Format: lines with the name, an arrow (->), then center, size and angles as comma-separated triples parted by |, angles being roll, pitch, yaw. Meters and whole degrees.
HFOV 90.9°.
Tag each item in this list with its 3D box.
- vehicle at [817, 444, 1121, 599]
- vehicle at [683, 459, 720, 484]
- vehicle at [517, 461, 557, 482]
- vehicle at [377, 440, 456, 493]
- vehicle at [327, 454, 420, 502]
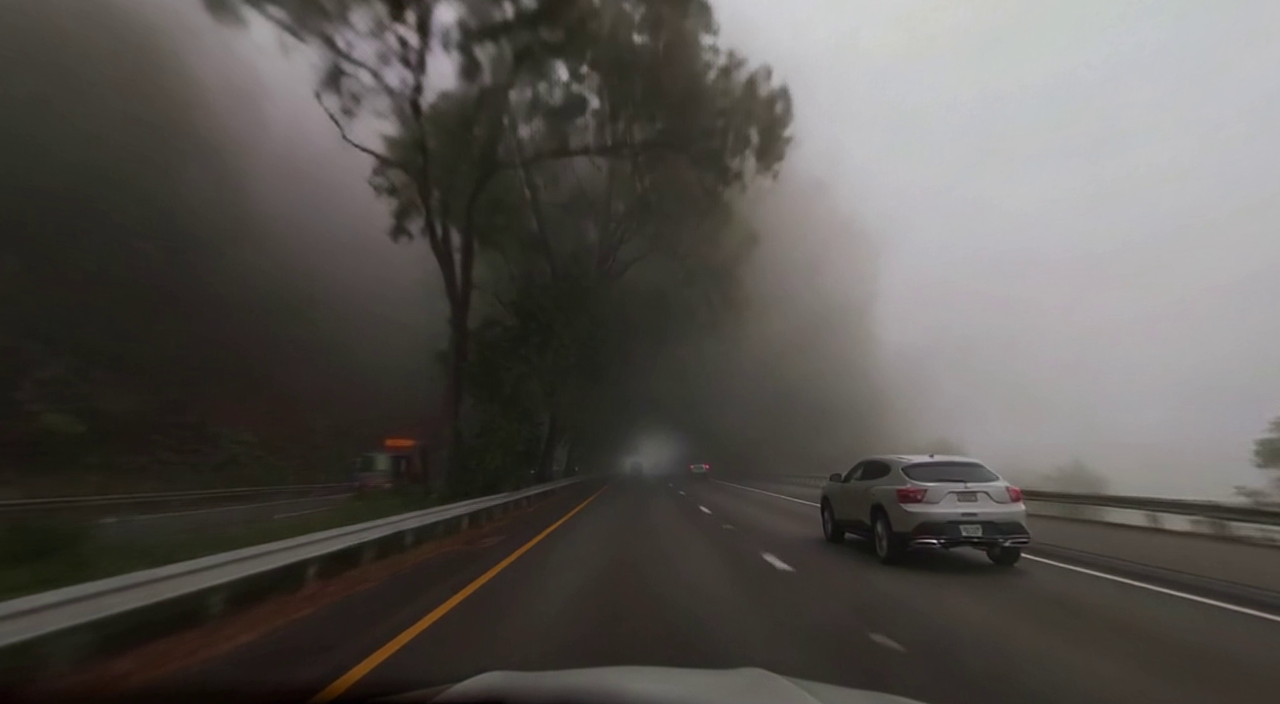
vehicle -> 3.825, 2.045, 8.281 | 1.825, 1.494, 3.959 | 1, -10, 0
vehicle -> 4.105, 8.132, 42.866 | 2.156, 1.569, 3.821 | 1, -10, 0
vehicle -> -7.883, 9.178, 48.504 | 2.206, 1.513, 4.401 | 0, -10, 1
vehicle -> -12.061, 6.252, 34.448 | 2.350, 2.640, 4.838 | 1, -10, 1
vehicle -> -11.973, 5.692, 28.741 | 2.025, 1.941, 4.964 | 1, -10, 0
